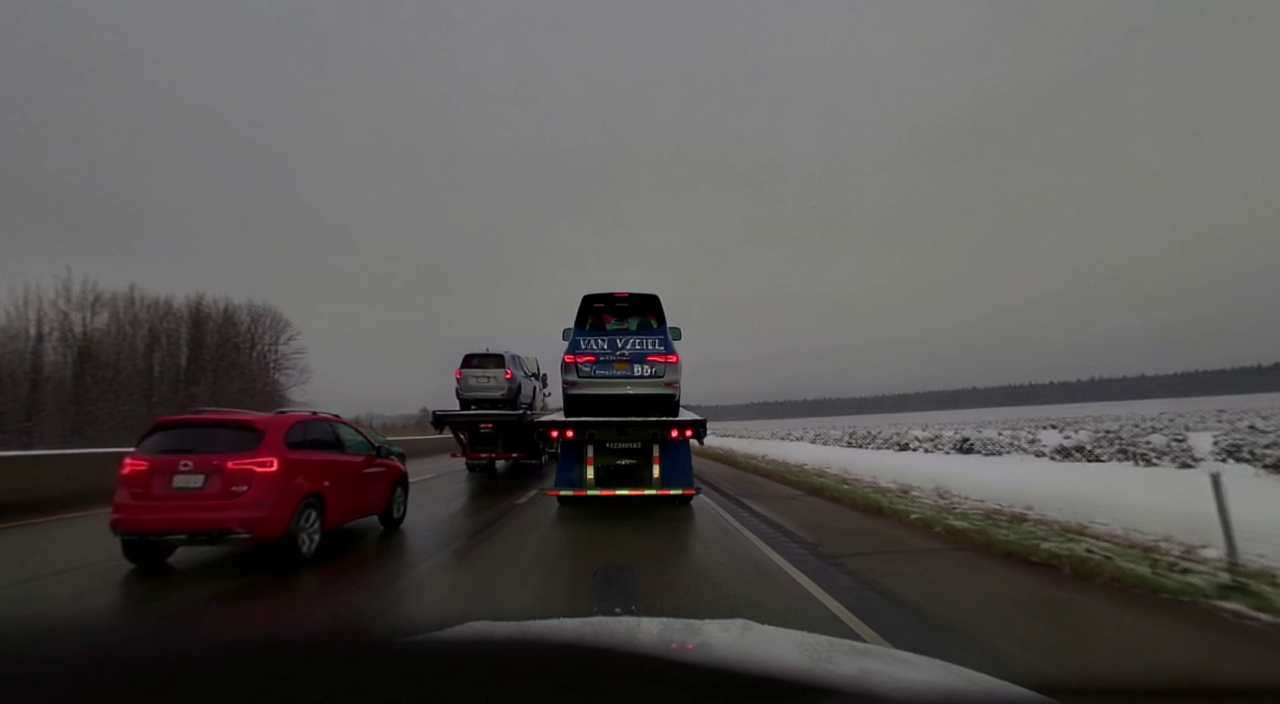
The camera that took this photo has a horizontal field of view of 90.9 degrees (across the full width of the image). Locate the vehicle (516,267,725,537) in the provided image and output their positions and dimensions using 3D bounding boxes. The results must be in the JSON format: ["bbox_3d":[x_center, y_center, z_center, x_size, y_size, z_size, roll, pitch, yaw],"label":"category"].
[{"bbox_3d":[-0.387,1.221,13.067,2.738,3.628,9.223,0,-7,-2],"label":"vehicle"}]

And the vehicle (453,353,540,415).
[{"bbox_3d":[-4.787,1.215,21.793,2.118,1.799,4.591,0,-7,-3],"label":"vehicle"}]

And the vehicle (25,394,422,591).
[{"bbox_3d":[-4.335,1.484,7.636,1.914,1.675,4.331,0,-7,-2],"label":"vehicle"}]
